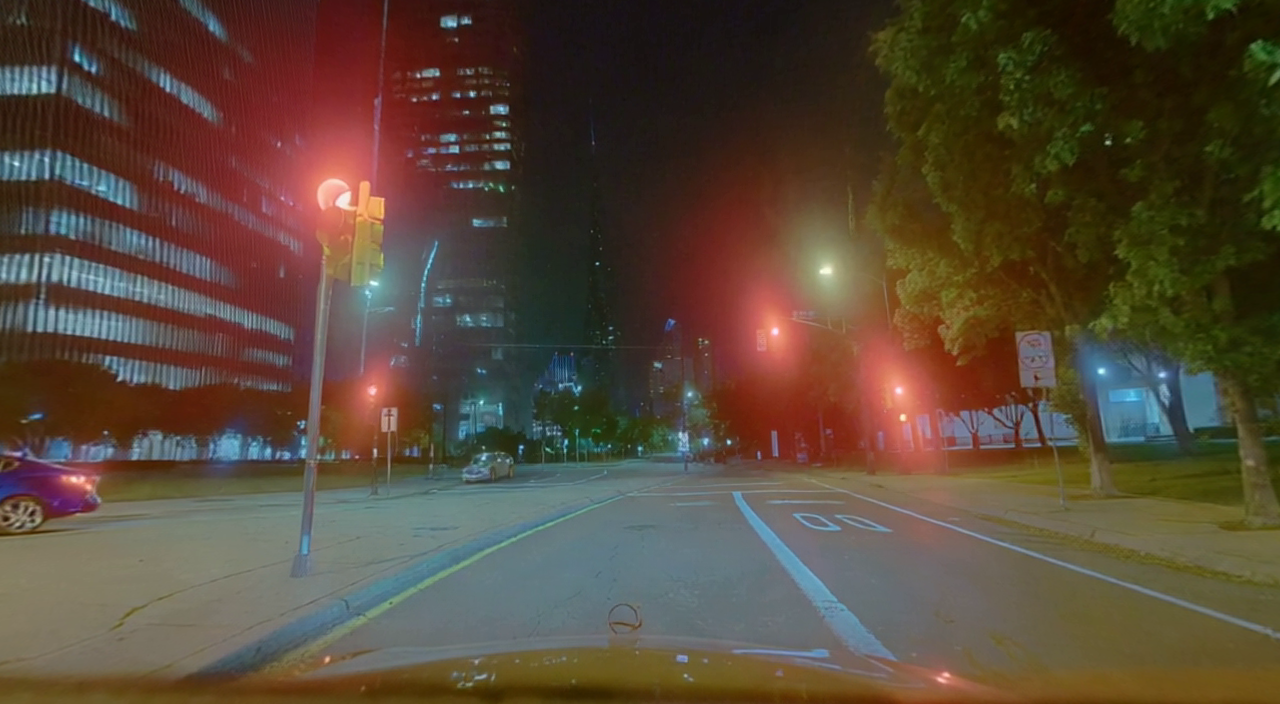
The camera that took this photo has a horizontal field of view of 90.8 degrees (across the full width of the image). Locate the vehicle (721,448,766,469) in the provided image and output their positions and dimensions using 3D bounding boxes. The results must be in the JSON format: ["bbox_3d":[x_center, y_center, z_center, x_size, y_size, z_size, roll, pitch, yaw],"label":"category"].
[{"bbox_3d":[7.860,8.126,48.415,1.829,1.440,4.384,2,-9,-14],"label":"vehicle"}]

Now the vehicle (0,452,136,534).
[{"bbox_3d":[-12.858,2.715,12.271,4.598,1.490,1.816,7,-11,-40],"label":"vehicle"}]
